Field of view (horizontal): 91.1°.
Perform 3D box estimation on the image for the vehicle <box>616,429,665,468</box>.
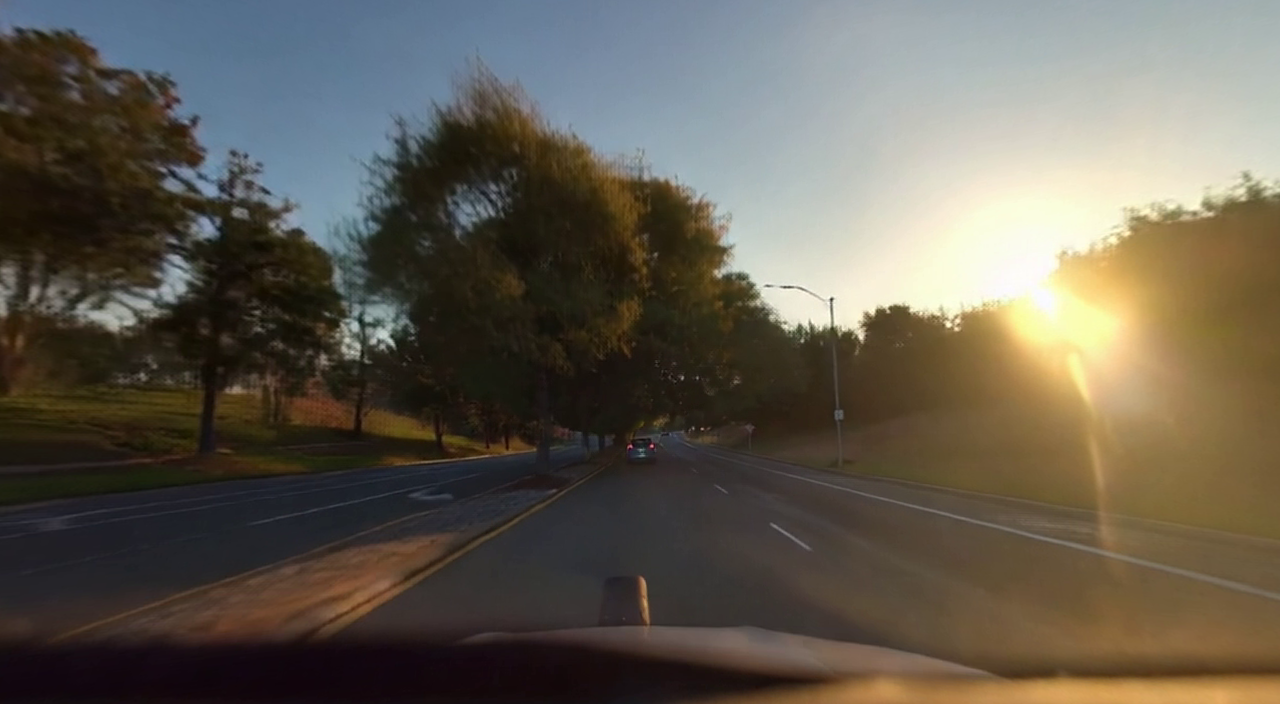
[{"bbox_3d":[0.049,4.695,30.710,2.256,1.734,4.176,0,-8,1],"label":"vehicle"}]
